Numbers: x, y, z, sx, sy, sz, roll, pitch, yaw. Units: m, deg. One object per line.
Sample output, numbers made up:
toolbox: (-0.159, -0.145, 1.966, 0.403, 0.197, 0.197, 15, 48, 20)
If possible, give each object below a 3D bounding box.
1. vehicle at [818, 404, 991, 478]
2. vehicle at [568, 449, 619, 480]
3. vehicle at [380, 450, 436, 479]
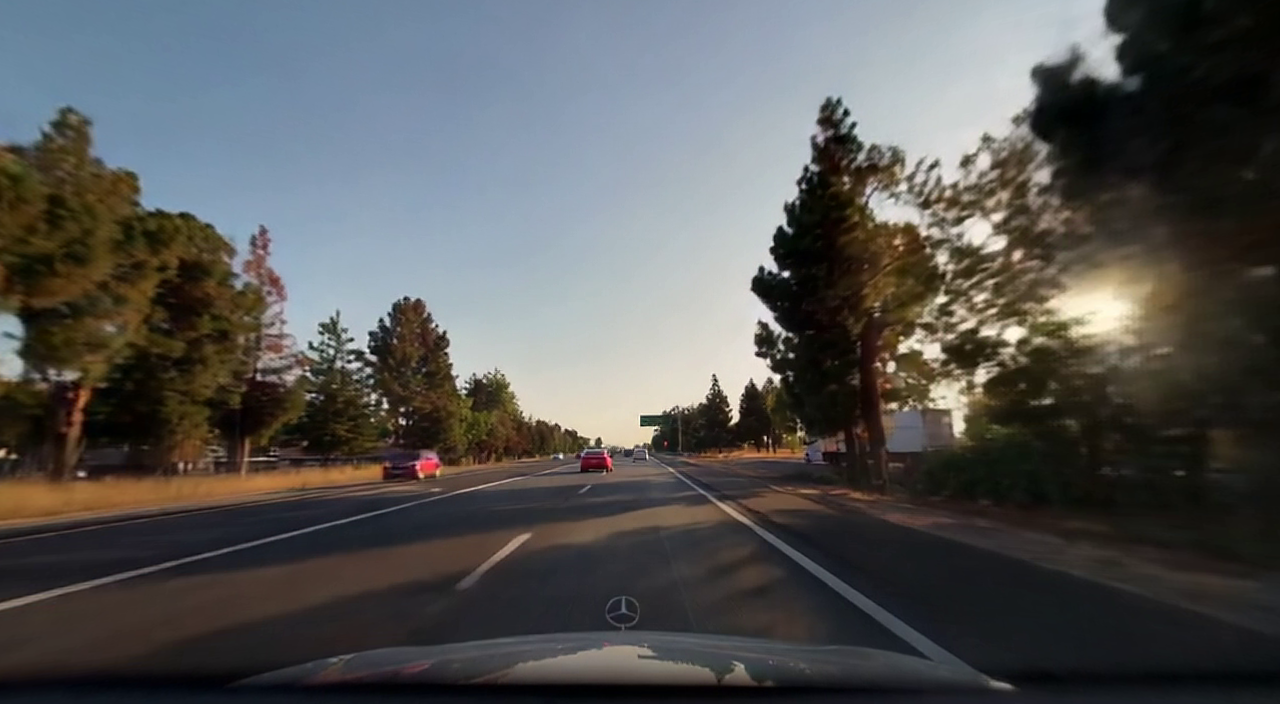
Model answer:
vehicle: (17.564, 6.168, 44.197, 2.859, 4.163, 14.784, -1, -7, -12)
vehicle: (-2.305, 5.790, 32.853, 2.170, 1.451, 4.584, 0, -9, 2)
vehicle: (-13.144, 6.377, 35.935, 1.751, 1.466, 3.977, -3, -9, -1)
